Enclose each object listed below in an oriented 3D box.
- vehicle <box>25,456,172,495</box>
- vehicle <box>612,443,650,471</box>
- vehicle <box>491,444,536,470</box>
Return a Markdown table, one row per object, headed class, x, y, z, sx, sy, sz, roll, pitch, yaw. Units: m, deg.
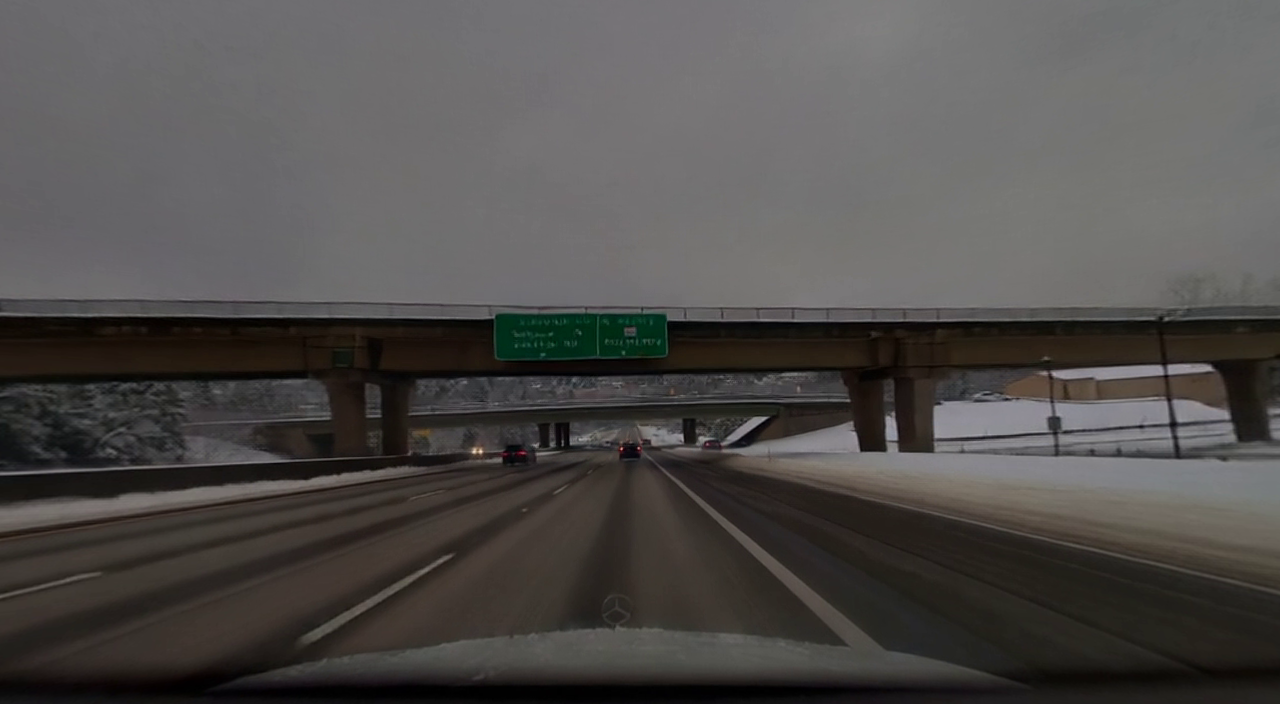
| class | x | y | z | sx | sy | sz | roll | pitch | yaw |
| --- | --- | --- | --- | --- | --- | --- | --- | --- | --- |
| vehicle | -20.327 | 4.633 | 24.001 | 1.808 | 1.203 | 4.334 | 0 | -8 | -1 |
| vehicle | -0.548 | 5.848 | 35.477 | 2.012 | 1.471 | 4.059 | 0 | -8 | -2 |
| vehicle | -8.011 | 6.665 | 40.402 | 1.957 | 1.554 | 4.350 | 0 | -8 | -1 |
